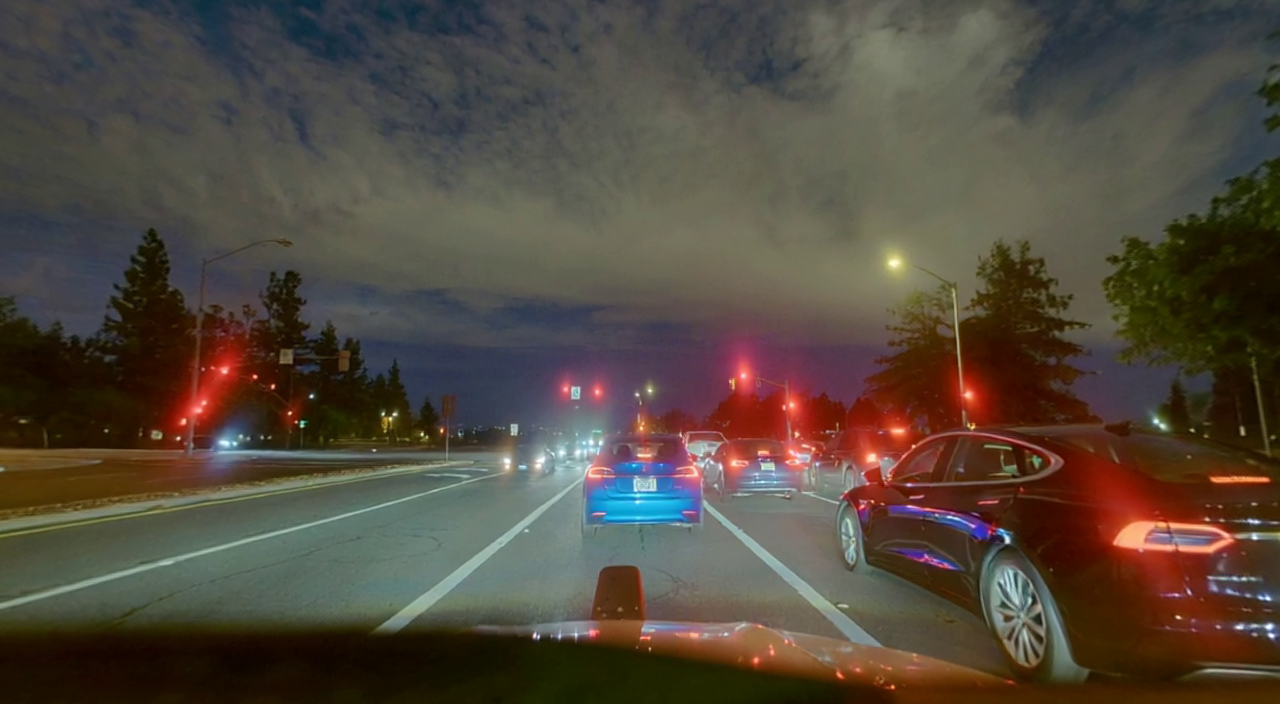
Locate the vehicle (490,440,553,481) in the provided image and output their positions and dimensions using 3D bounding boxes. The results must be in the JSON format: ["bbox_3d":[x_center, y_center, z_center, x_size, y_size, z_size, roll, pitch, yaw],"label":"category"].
[{"bbox_3d":[-4.636,4.283,25.273,1.972,1.457,4.171,0,-8,-4],"label":"vehicle"}]

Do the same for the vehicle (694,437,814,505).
[{"bbox_3d":[2.697,2.931,16.048,2.058,1.466,4.208,0,-8,-3],"label":"vehicle"}]

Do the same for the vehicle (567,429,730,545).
[{"bbox_3d":[0.029,2.086,10.492,2.147,1.499,4.240,0,-8,-2],"label":"vehicle"}]

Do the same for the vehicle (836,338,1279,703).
[{"bbox_3d":[3.188,1.108,4.307,2.167,1.676,4.443,0,-8,-1],"label":"vehicle"}]

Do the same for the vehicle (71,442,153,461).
[{"bbox_3d":[-40.313,7.573,48.305,4.418,1.415,1.941,0,-8,-2],"label":"vehicle"}]

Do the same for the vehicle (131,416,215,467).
[{"bbox_3d":[-29.264,5.611,39.713,2.608,2.990,3.026,2,-8,3],"label":"vehicle"}]
